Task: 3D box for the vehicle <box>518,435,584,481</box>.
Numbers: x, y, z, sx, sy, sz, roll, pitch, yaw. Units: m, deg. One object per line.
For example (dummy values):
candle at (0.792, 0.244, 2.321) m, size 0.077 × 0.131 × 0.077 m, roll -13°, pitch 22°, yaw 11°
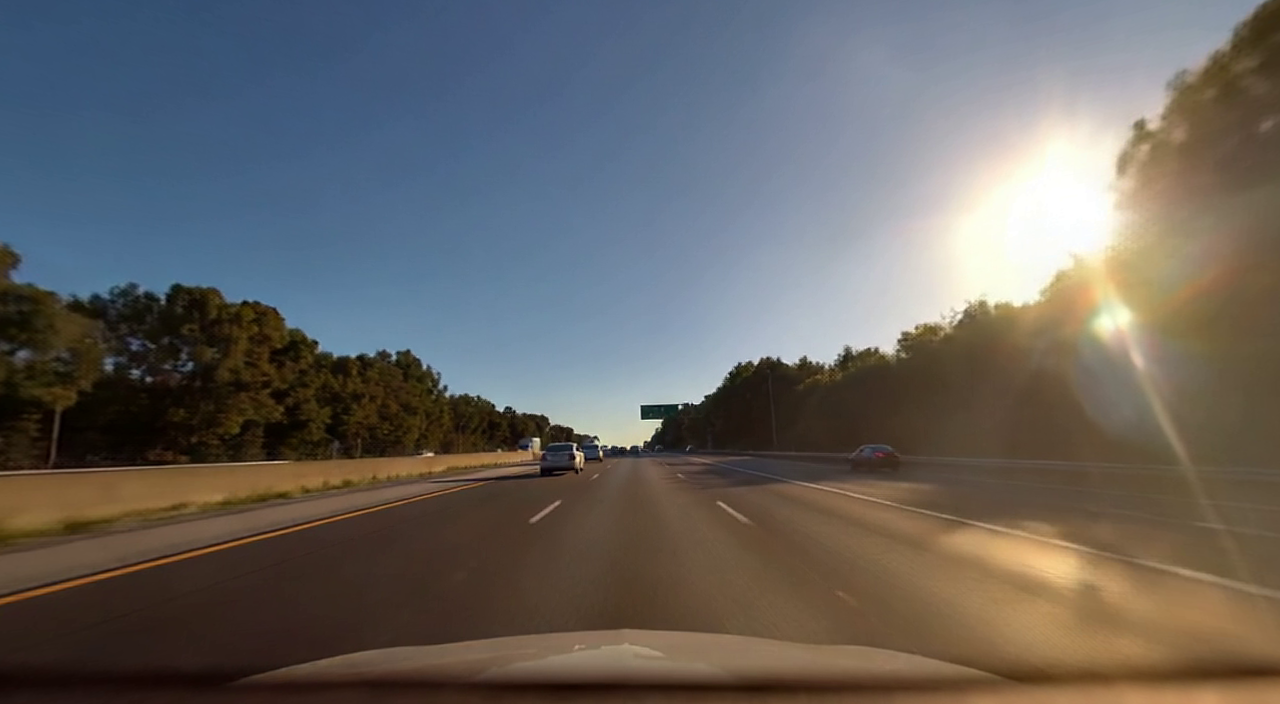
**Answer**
vehicle at (-3.663, 4.472, 26.869) m, size 2.114 × 1.774 × 4.427 m, roll 0°, pitch -9°, yaw 0°
